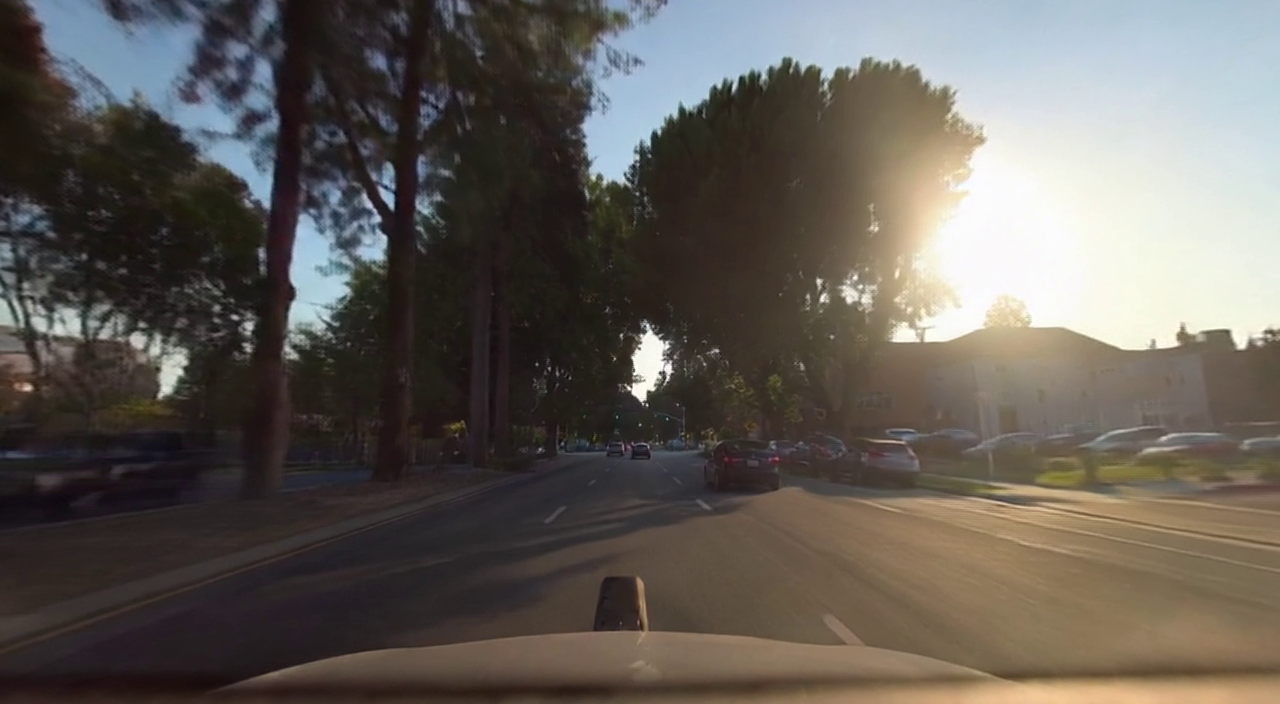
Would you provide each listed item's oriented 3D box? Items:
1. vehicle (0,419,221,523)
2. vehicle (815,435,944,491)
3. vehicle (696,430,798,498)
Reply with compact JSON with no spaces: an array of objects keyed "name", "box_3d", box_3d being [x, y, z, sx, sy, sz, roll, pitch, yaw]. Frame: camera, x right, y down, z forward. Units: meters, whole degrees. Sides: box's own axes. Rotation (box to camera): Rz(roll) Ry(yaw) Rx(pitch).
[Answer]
[{"name":"vehicle","box_3d":[-11.437,2.364,13.060,2.207,1.745,4.717,0,-9,0]},{"name":"vehicle","box_3d":[7.483,3.519,20.374,2.068,1.558,5.058,0,-9,-2]},{"name":"vehicle","box_3d":[2.823,3.060,17.573,2.022,1.656,4.025,0,-9,-1]}]
